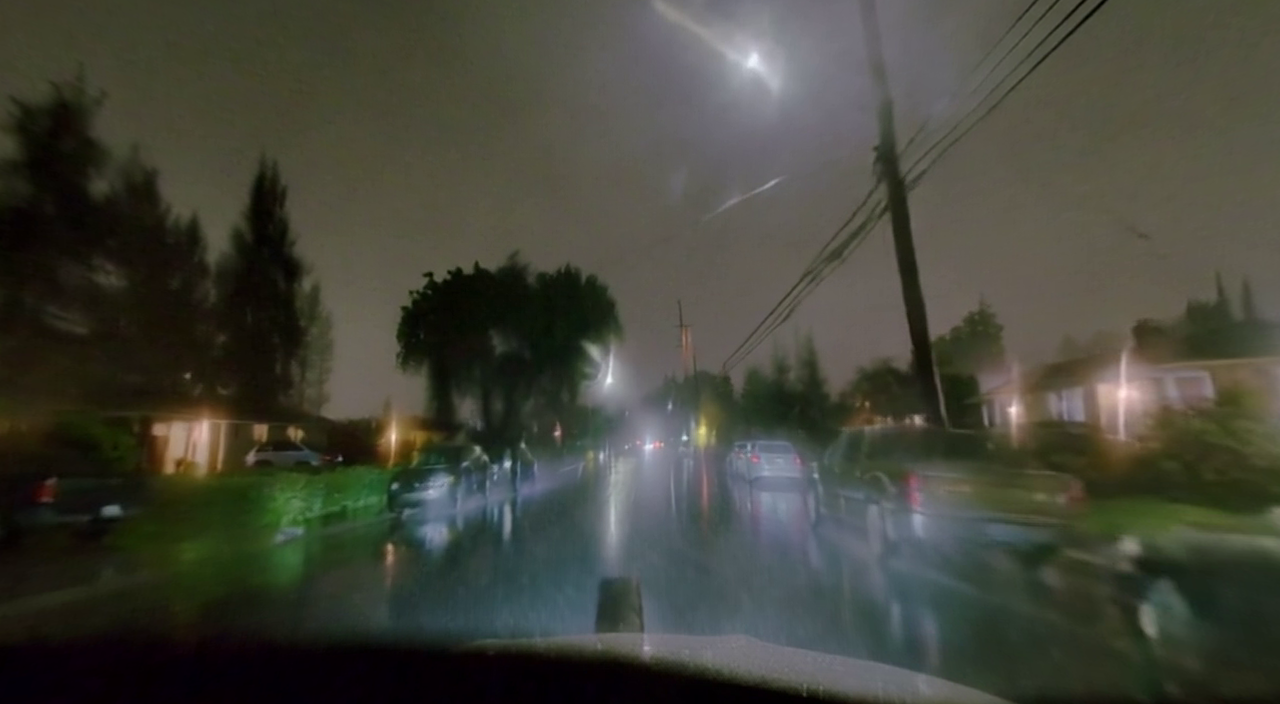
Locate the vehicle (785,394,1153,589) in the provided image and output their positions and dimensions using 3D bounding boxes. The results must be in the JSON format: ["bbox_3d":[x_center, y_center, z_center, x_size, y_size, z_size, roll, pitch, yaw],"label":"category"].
[{"bbox_3d":[3.723,1.717,8.718,2.122,1.809,5.421,0,-9,0],"label":"vehicle"}]

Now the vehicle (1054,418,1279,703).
[{"bbox_3d":[3.953,0.926,2.272,1.848,1.436,4.582,0,-9,1],"label":"vehicle"}]

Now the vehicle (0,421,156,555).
[{"bbox_3d":[-12.647,2.433,11.768,5.096,2.213,2.354,1,-10,-2],"label":"vehicle"}]

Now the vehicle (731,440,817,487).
[{"bbox_3d":[4.641,3.955,22.749,2.090,1.489,4.952,0,-9,1],"label":"vehicle"}]

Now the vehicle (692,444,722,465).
[{"bbox_3d":[5.115,7.914,48.975,1.906,1.503,4.498,0,-9,1],"label":"vehicle"}]

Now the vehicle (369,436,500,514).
[{"bbox_3d":[-5.535,3.366,17.672,2.118,1.753,4.377,-4,-9,1],"label":"vehicle"}]

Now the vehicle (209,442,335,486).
[{"bbox_3d":[-18.119,5.520,31.310,4.832,2.033,2.045,0,-9,-5],"label":"vehicle"}]
